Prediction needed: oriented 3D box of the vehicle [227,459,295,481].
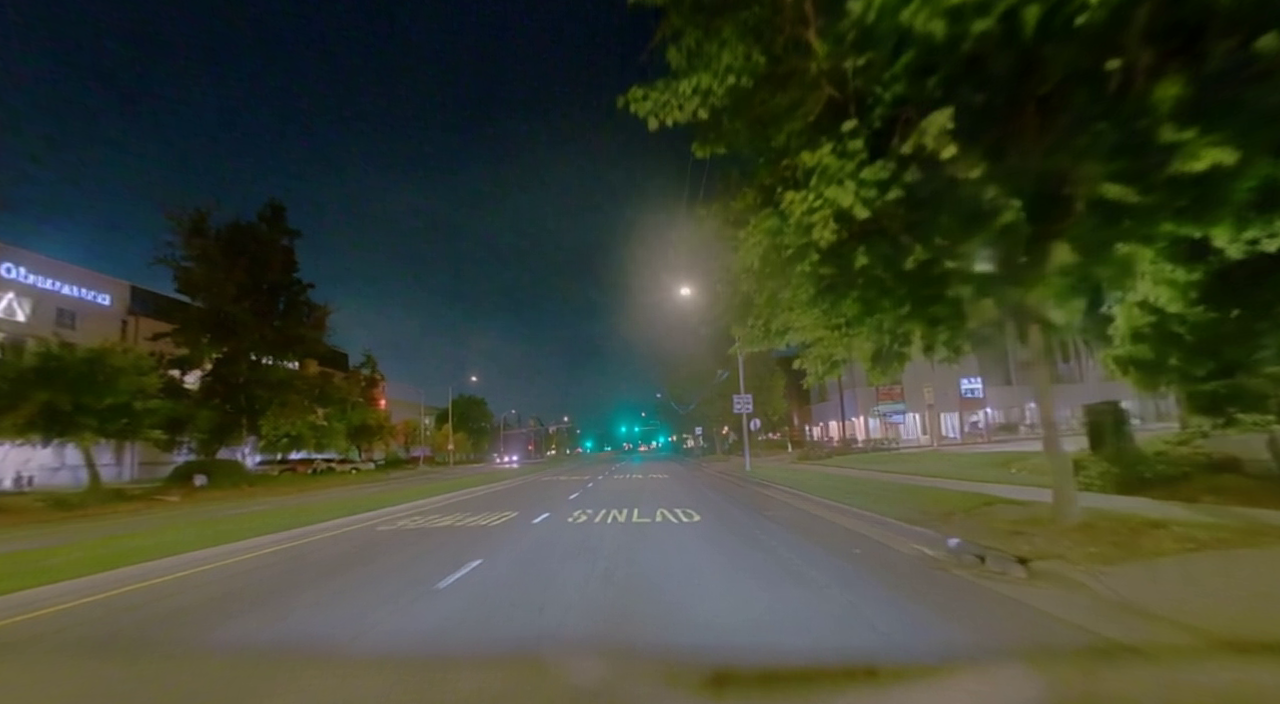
[{"bbox_3d":[-27.721,8.634,45.974,3.797,1.527,1.830,0,-9,1],"label":"vehicle"}]
